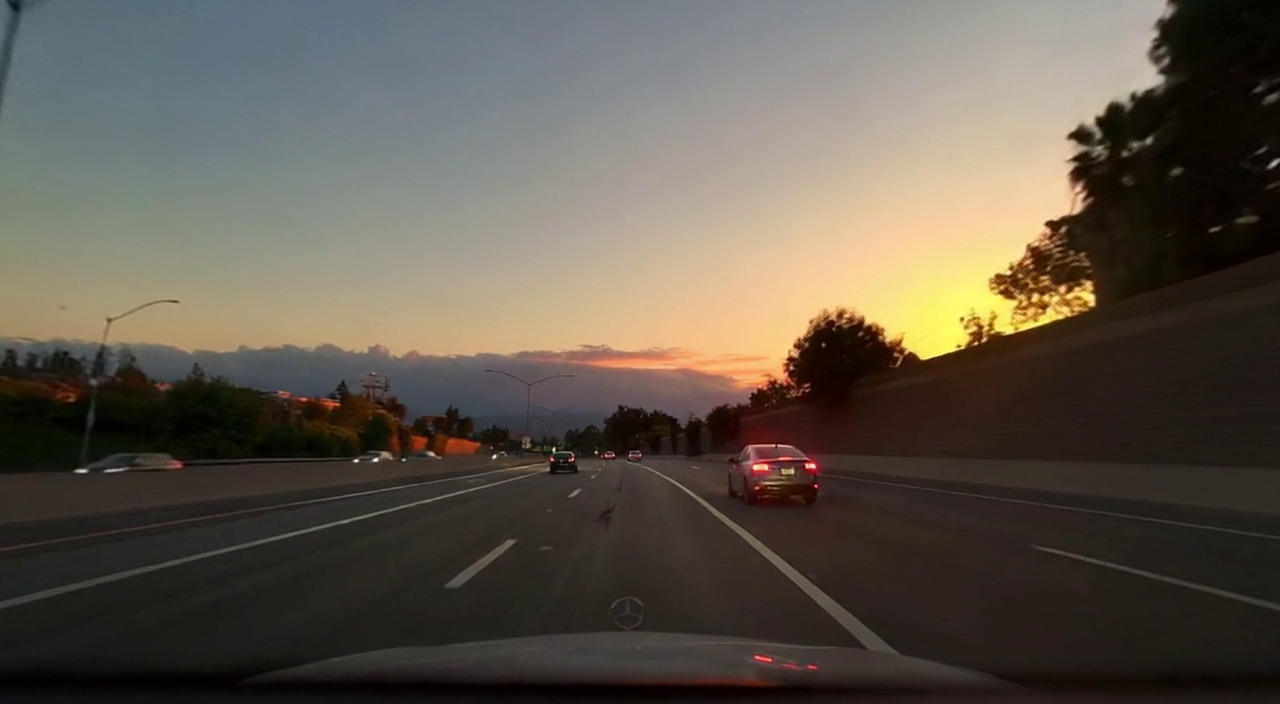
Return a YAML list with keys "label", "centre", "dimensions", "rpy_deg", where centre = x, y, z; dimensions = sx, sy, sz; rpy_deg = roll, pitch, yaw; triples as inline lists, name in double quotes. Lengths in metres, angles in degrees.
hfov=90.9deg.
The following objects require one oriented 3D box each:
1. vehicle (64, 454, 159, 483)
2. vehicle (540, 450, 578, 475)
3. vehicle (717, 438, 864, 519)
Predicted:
- label: "vehicle"
  centre: [-31.069, 6.840, 37.260]
  dimensions: [1.767, 1.531, 4.427]
  rpy_deg: [0, -9, -1]
- label: "vehicle"
  centre: [-5.109, 7.007, 40.140]
  dimensions: [2.014, 1.481, 4.156]
  rpy_deg: [0, -9, -2]
- label: "vehicle"
  centre: [3.125, 2.752, 14.290]
  dimensions: [2.030, 1.490, 4.737]
  rpy_deg: [0, -9, -2]
